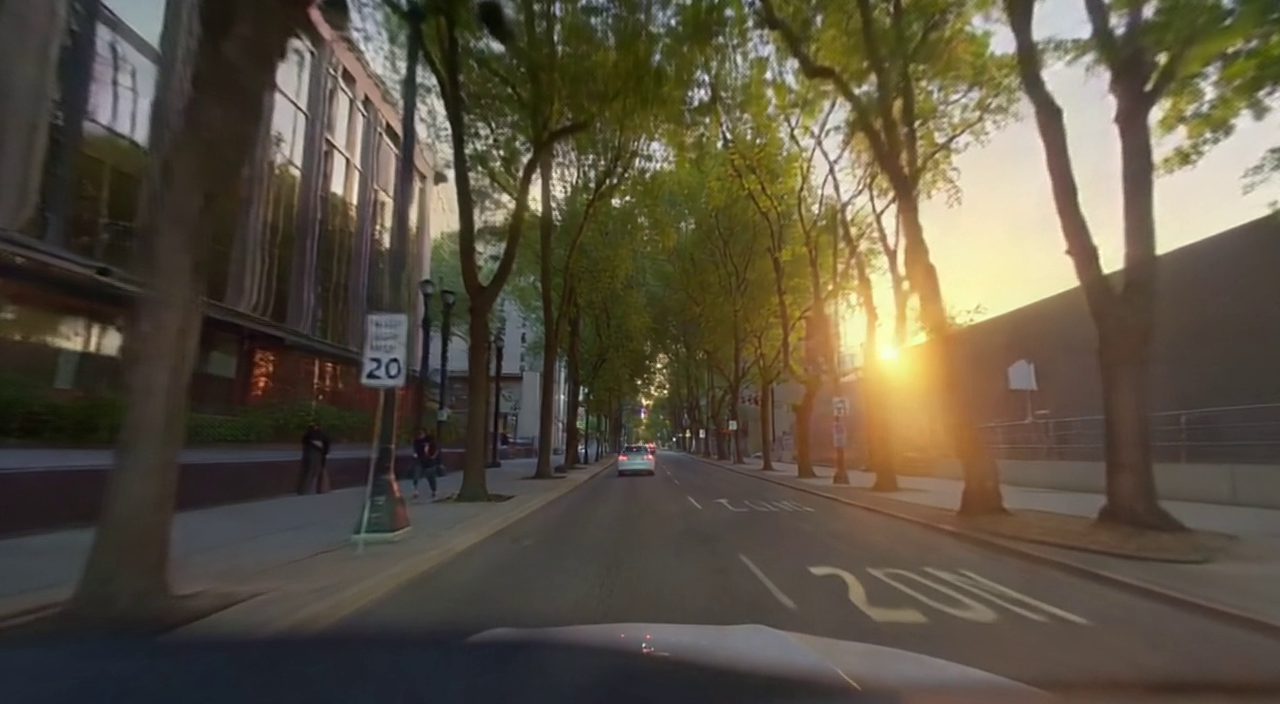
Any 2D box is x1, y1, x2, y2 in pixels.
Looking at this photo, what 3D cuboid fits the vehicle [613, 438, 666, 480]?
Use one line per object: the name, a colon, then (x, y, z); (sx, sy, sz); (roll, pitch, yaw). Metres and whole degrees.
vehicle: (-0.060, 4.533, 26.864); (2.079, 1.621, 3.861); (0, -9, -1)
